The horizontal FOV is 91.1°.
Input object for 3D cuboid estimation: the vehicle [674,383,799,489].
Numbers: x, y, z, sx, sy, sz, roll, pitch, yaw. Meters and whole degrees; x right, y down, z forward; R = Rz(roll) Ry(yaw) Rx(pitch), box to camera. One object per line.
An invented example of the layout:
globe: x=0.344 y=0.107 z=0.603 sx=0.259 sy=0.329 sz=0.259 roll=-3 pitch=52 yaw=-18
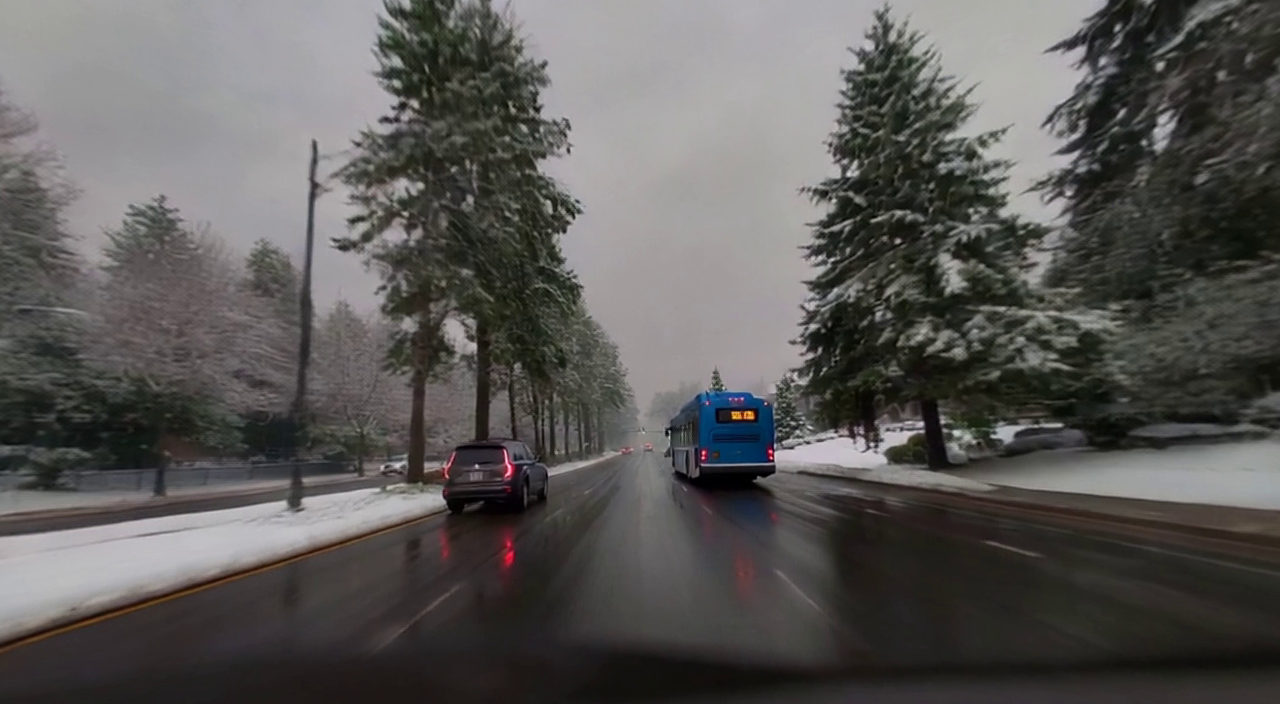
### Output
vehicle: x=3.374 y=3.584 z=26.143 sx=3.072 sy=3.278 sz=12.747 roll=0 pitch=-9 yaw=0

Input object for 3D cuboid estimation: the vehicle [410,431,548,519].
vehicle: x=-3.631 y=2.854 z=15.116 sx=2.111 sy=1.767 sz=4.333 roll=-1 pitch=-9 yaw=1
